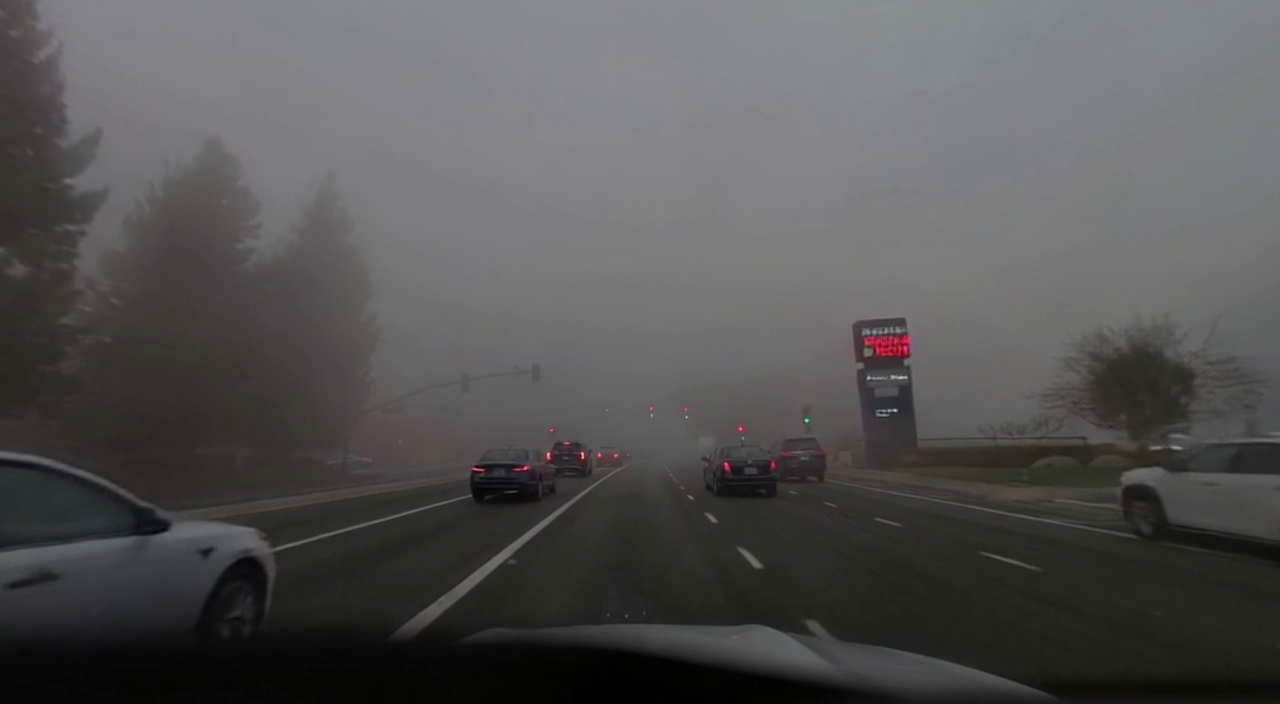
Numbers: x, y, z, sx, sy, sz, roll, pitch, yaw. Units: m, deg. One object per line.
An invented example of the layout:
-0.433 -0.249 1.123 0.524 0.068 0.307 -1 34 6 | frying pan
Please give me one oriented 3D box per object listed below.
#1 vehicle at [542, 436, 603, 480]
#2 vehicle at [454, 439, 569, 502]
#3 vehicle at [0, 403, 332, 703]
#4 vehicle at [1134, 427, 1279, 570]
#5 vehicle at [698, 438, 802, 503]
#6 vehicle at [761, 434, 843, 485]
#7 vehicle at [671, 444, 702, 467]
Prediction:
-2.986 4.794 28.787 2.187 1.825 4.621 0 -8 1 | vehicle
-3.335 3.179 17.393 2.087 1.494 4.626 0 -8 2 | vehicle
-3.207 0.921 2.246 1.952 1.457 4.372 0 -8 1 | vehicle
8.141 1.658 7.232 2.070 1.547 4.941 -2 -9 16 | vehicle
2.819 3.126 17.112 2.004 1.512 4.206 0 -8 -1 | vehicle
6.012 4.046 23.970 1.979 1.738 4.418 0 -8 0 | vehicle
3.461 7.748 47.399 2.030 1.628 4.080 0 -9 0 | vehicle
